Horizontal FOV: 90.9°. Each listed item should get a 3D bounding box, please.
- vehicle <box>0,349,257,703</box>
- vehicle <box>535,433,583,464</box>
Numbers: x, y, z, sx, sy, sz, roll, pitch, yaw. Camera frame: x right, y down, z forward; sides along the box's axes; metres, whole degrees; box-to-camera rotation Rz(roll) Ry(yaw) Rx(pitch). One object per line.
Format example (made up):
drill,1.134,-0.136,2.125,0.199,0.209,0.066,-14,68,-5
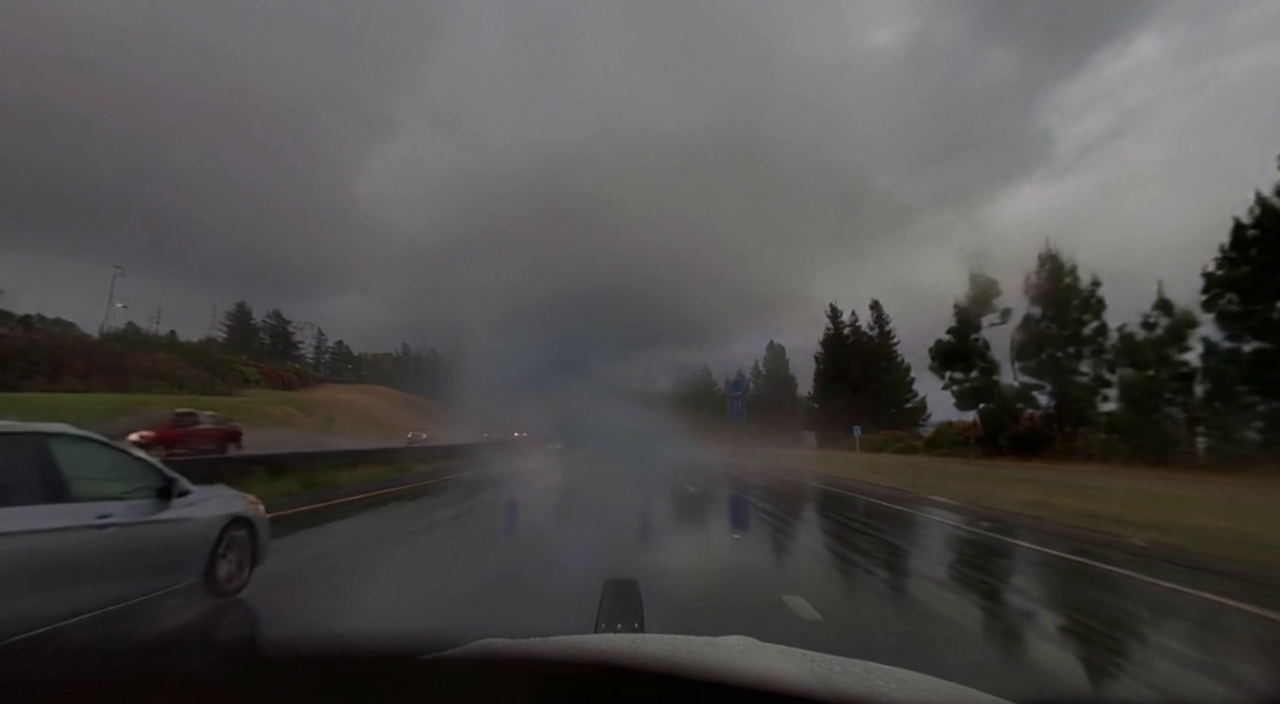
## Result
vehicle,-3.892,0.724,2.286,2.047,1.612,4.631,0,-8,0
vehicle,-3.899,4.696,30.934,1.874,1.369,3.875,0,-8,-1
